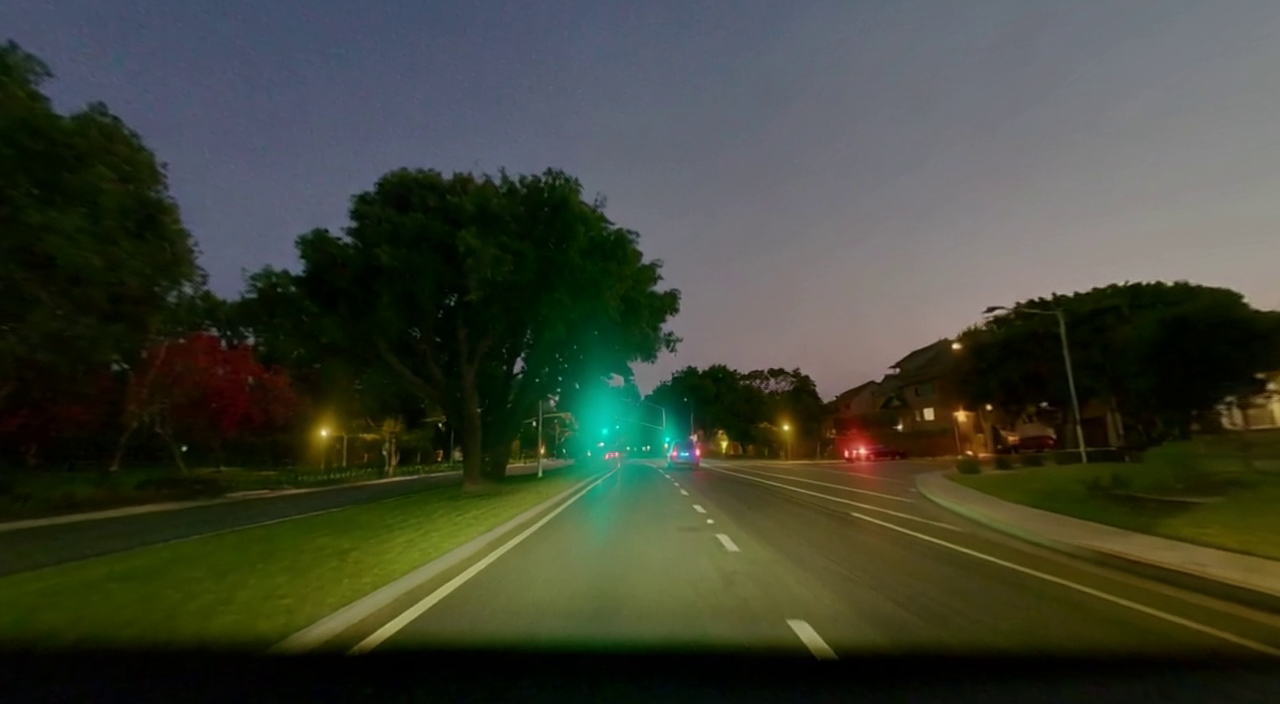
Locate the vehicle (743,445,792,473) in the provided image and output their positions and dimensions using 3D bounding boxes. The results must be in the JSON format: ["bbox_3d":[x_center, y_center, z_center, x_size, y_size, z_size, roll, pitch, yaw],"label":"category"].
[{"bbox_3d":[9.100,7.523,44.627,2.269,1.826,5.192,-3,-9,23],"label":"vehicle"}]

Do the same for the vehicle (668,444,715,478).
[{"bbox_3d":[2.820,6.067,35.528,2.180,1.773,4.639,0,-8,0],"label":"vehicle"}]
